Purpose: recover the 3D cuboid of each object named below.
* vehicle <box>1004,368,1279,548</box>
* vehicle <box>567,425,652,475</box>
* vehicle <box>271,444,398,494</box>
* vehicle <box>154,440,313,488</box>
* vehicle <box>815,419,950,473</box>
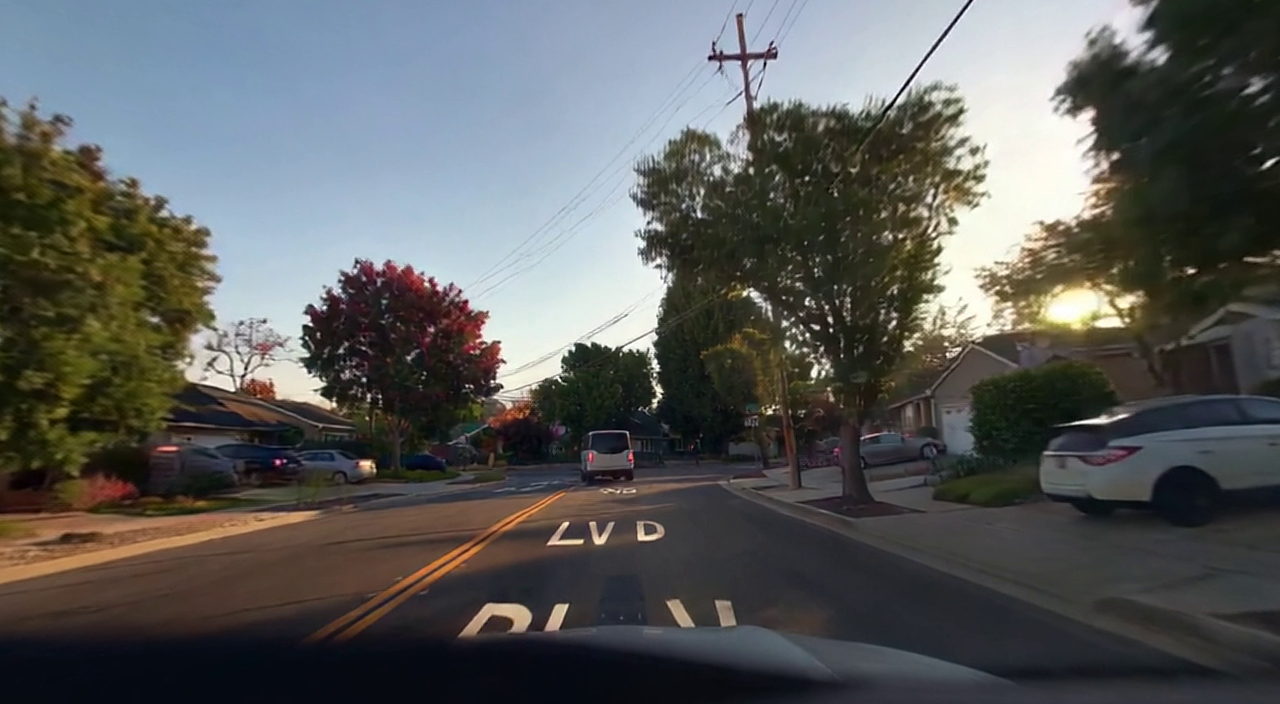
[{"bbox_3d":[8.243,1.356,9.114,4.584,1.817,2.018,-8,-8,-5],"label":"vehicle"},{"bbox_3d":[-2.233,6.641,43.030,2.929,3.058,7.559,5,-10,-26],"label":"vehicle"},{"bbox_3d":[-13.483,5.231,28.141,4.550,1.655,2.143,-5,-15,-1],"label":"vehicle"},{"bbox_3d":[-16.282,4.500,25.532,4.881,1.828,2.111,0,-9,-2],"label":"vehicle"},{"bbox_3d":[10.044,3.967,26.503,4.658,1.536,2.090,-8,-11,1],"label":"vehicle"}]
